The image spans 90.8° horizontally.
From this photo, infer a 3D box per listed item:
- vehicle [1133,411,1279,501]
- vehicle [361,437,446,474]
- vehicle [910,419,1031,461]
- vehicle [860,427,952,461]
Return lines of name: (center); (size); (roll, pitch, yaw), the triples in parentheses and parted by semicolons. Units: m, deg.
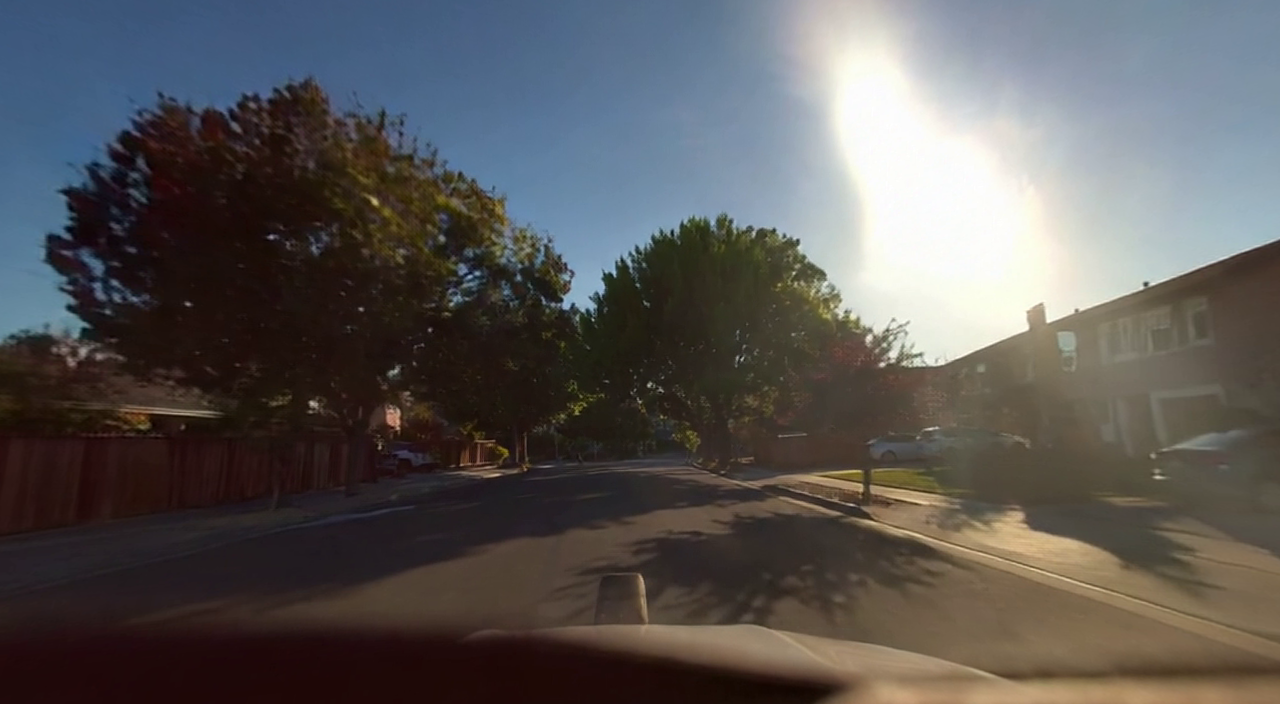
vehicle: (11.756, 1.819, 11.211); (4.415, 1.457, 1.797); (0, -9, 2)
vehicle: (-12.680, 5.497, 33.774); (4.656, 1.835, 2.039); (-7, -11, 37)
vehicle: (14.285, 3.866, 27.599); (4.261, 1.725, 1.955); (-2, -9, 16)
vehicle: (12.978, 4.544, 31.063); (3.780, 1.601, 2.025); (-2, -9, 13)
